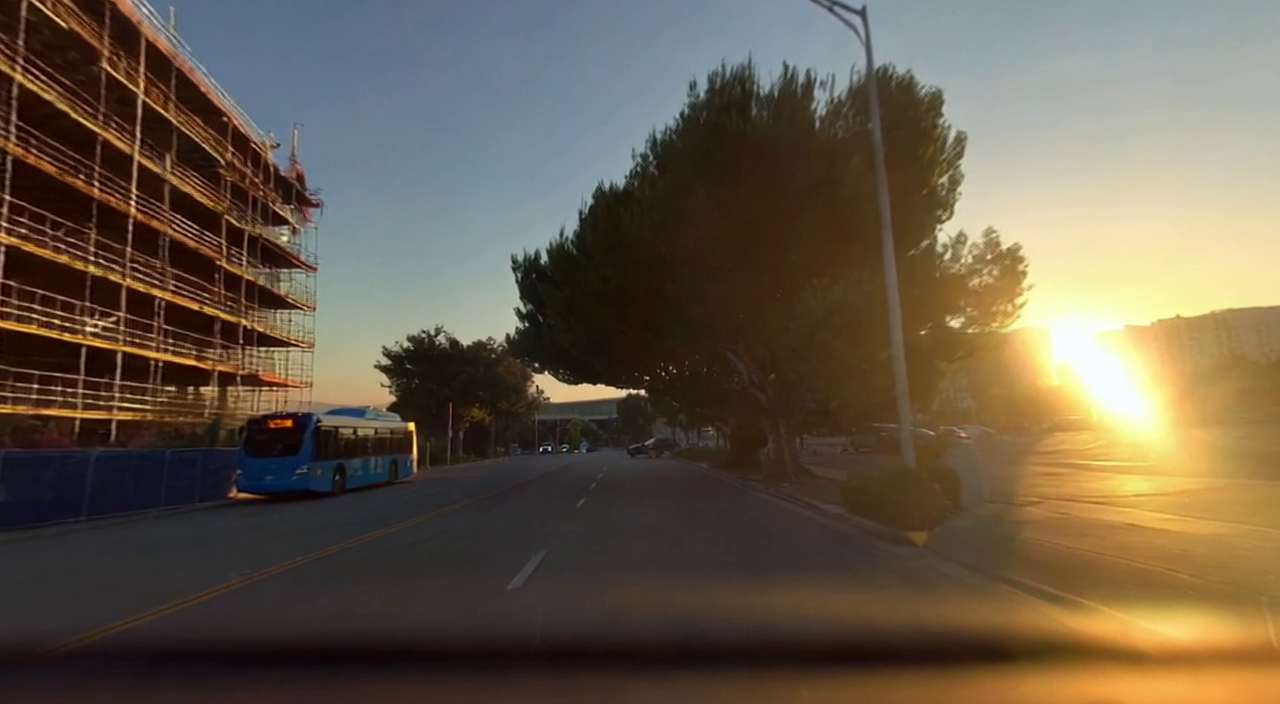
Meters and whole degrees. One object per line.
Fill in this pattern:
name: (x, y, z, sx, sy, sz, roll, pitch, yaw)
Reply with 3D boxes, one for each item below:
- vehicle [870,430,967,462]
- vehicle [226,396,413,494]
vehicle: (13.704, 4.631, 31.192, 3.897, 1.470, 1.829, 0, -8, -2)
vehicle: (-10.300, 3.114, 21.214, 2.979, 2.803, 5.962, 0, -8, 1)
